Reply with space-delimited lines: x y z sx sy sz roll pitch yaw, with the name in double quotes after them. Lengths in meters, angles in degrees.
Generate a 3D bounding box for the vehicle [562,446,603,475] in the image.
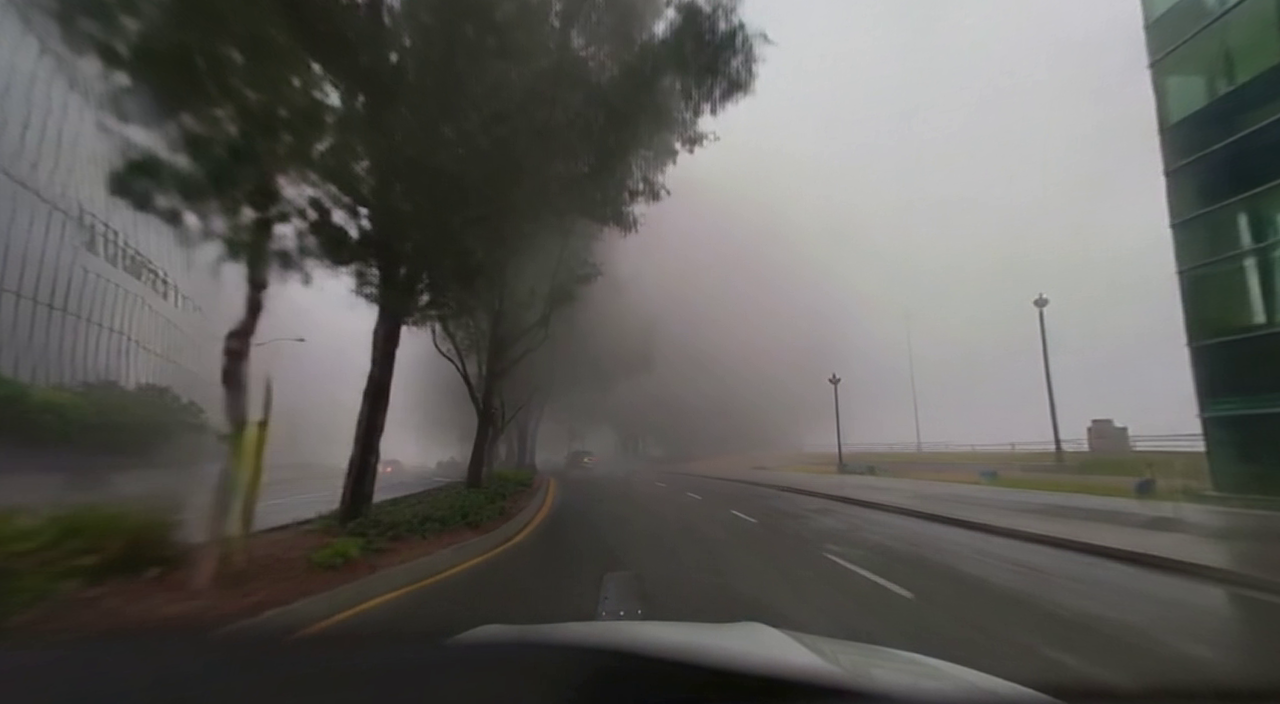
-3.890 7.229 42.118 2.129 1.816 4.851 2 -9 -12 "vehicle"
